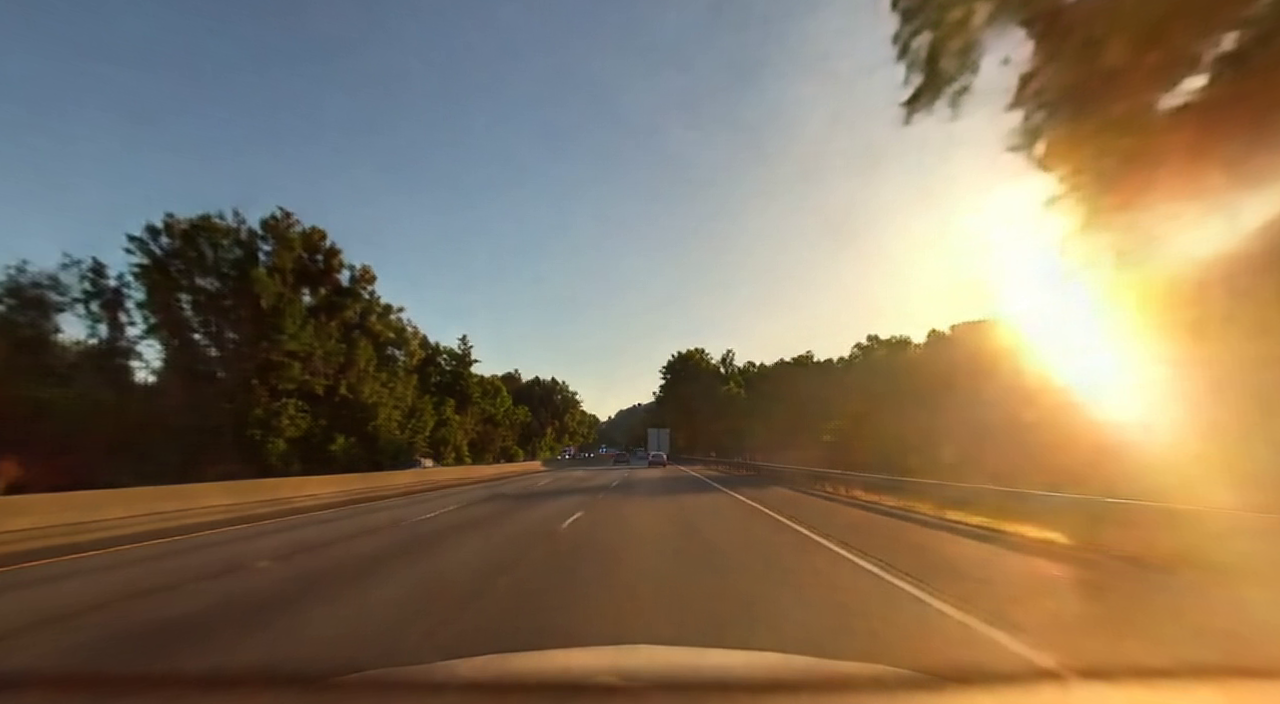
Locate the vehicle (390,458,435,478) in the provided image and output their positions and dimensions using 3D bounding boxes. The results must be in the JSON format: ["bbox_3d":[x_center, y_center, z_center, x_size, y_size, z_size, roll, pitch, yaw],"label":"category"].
[{"bbox_3d":[-17.530,8.949,48.804,1.876,1.437,3.888,-1,-9,3],"label":"vehicle"}]
